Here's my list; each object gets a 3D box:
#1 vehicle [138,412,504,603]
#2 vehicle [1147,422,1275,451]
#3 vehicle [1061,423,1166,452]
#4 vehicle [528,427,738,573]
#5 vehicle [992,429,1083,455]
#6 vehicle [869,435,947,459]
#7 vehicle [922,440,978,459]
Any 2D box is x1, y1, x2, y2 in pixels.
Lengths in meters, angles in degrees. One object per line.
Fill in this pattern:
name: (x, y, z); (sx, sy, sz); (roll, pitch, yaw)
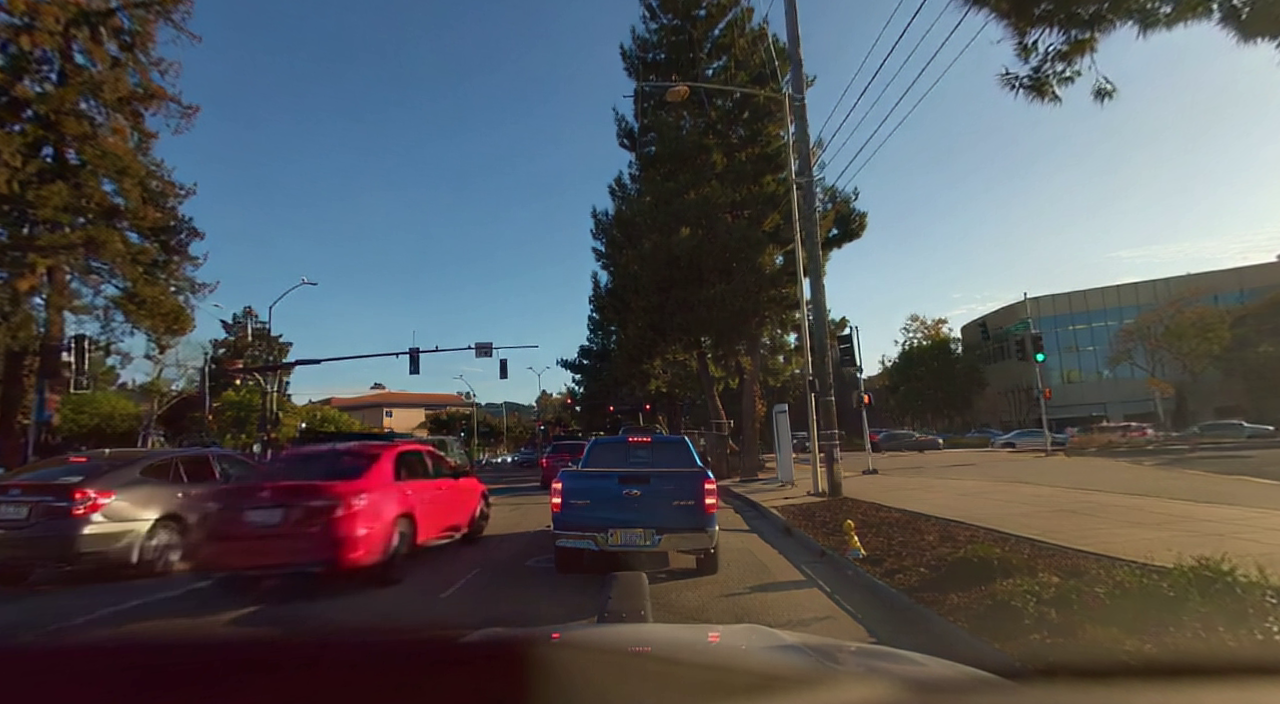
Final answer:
vehicle: (-3.330, 1.718, 7.910); (2.040, 1.660, 4.609); (0, -9, 2)
vehicle: (30.539, 4.588, 33.788); (4.739, 1.472, 1.804); (-5, -10, 29)
vehicle: (28.998, 5.314, 38.668); (4.814, 1.700, 1.895); (-5, -10, 29)
vehicle: (-0.057, 1.861, 8.685); (2.182, 1.501, 4.150); (0, -9, 1)
vehicle: (23.806, 5.436, 37.741); (4.454, 1.440, 1.816); (-5, -10, 30)
vehicle: (17.541, 6.212, 41.123); (4.441, 1.452, 1.798); (-5, -10, 30)
vehicle: (24.586, 7.724, 49.785); (3.662, 1.442, 1.787); (-5, -10, 32)
